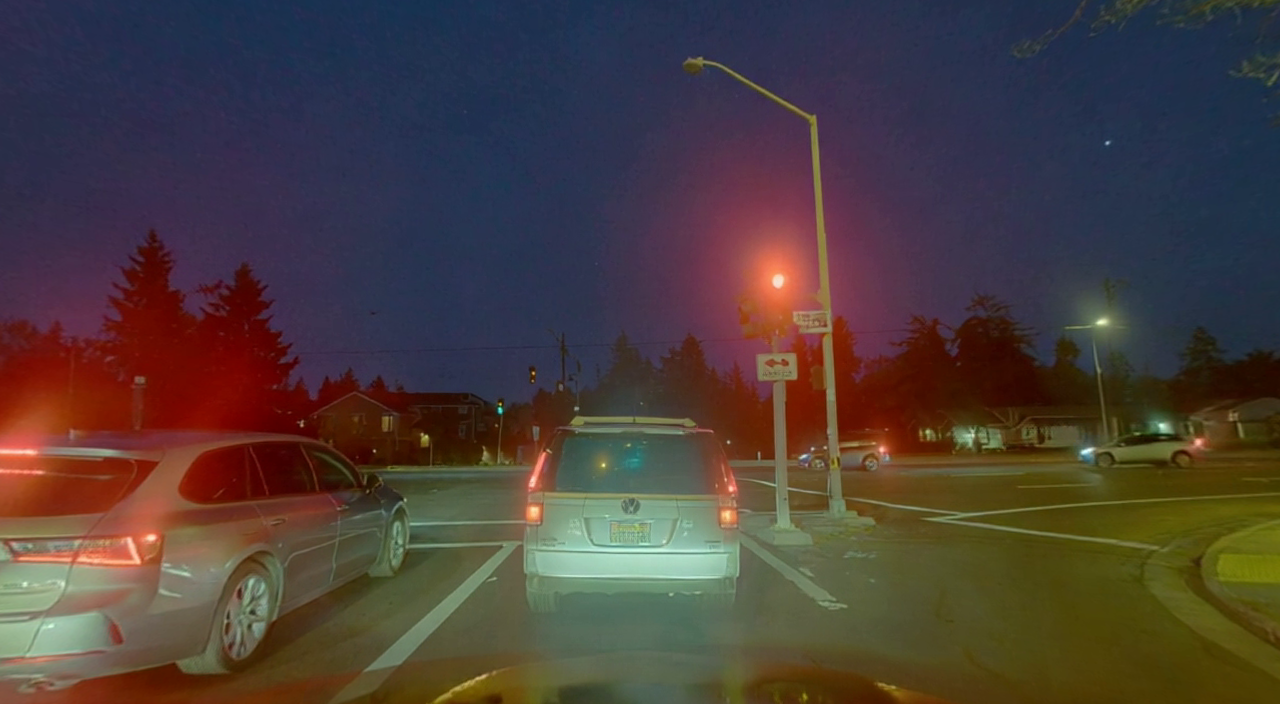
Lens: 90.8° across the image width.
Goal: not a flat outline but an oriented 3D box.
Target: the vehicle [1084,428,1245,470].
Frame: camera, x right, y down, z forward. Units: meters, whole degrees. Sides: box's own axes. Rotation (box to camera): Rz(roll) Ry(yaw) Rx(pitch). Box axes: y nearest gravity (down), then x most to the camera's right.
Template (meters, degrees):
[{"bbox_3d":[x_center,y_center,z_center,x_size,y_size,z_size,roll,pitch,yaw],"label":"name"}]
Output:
[{"bbox_3d":[21.339,3.961,25.881,4.670,1.616,1.926,-1,-9,6],"label":"vehicle"}]

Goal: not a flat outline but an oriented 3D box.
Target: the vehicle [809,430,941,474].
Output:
[{"bbox_3d":[9.930,4.281,27.098,4.887,1.769,2.035,-1,-9,6],"label":"vehicle"}]

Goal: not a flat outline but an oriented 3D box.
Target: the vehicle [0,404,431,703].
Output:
[{"bbox_3d":[-3.290,1.281,4.725,2.035,1.492,4.415,0,-9,-2],"label":"vehicle"}]

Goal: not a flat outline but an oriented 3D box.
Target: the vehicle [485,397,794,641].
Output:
[{"bbox_3d":[-0.143,1.468,6.563,2.154,1.670,4.140,1,-9,-4],"label":"vehicle"}]
